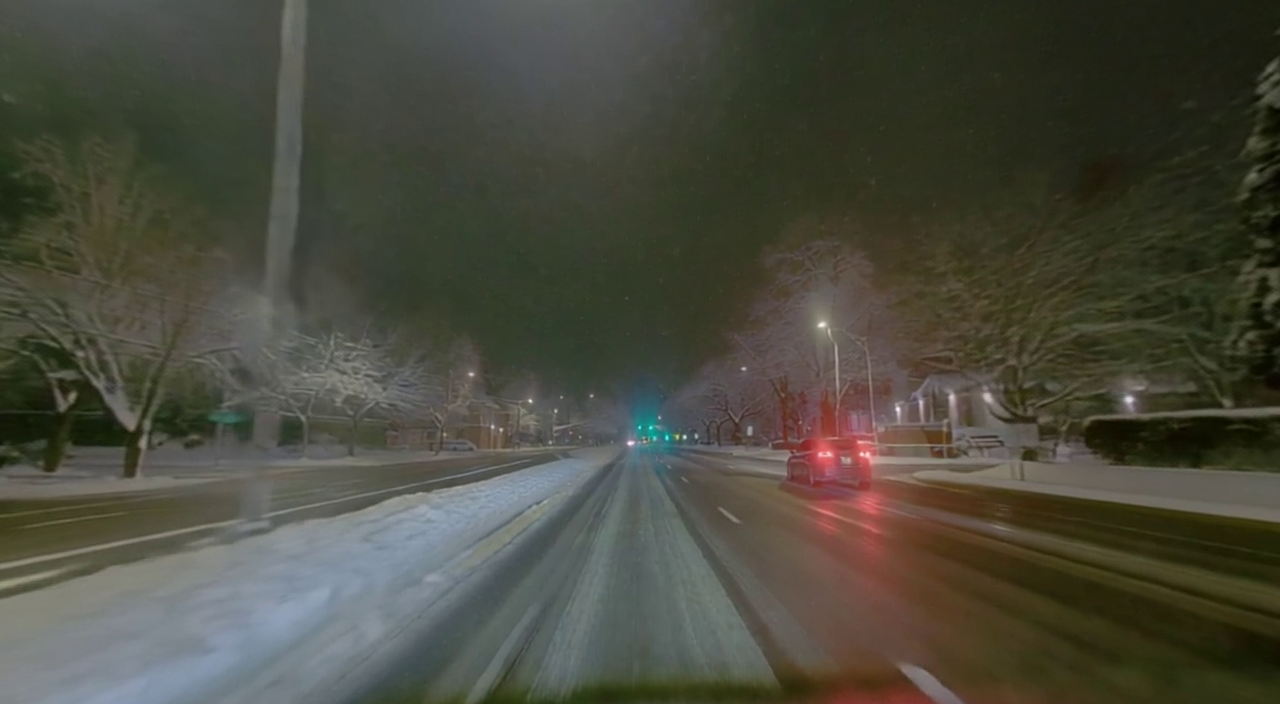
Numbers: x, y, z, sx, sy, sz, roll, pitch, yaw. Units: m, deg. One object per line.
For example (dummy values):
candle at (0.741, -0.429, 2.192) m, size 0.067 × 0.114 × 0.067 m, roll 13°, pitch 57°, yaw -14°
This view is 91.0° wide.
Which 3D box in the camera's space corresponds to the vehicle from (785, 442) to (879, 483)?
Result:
vehicle at (7.174, 4.157, 24.037) m, size 2.054 × 1.421 × 4.487 m, roll 0°, pitch -8°, yaw -1°
